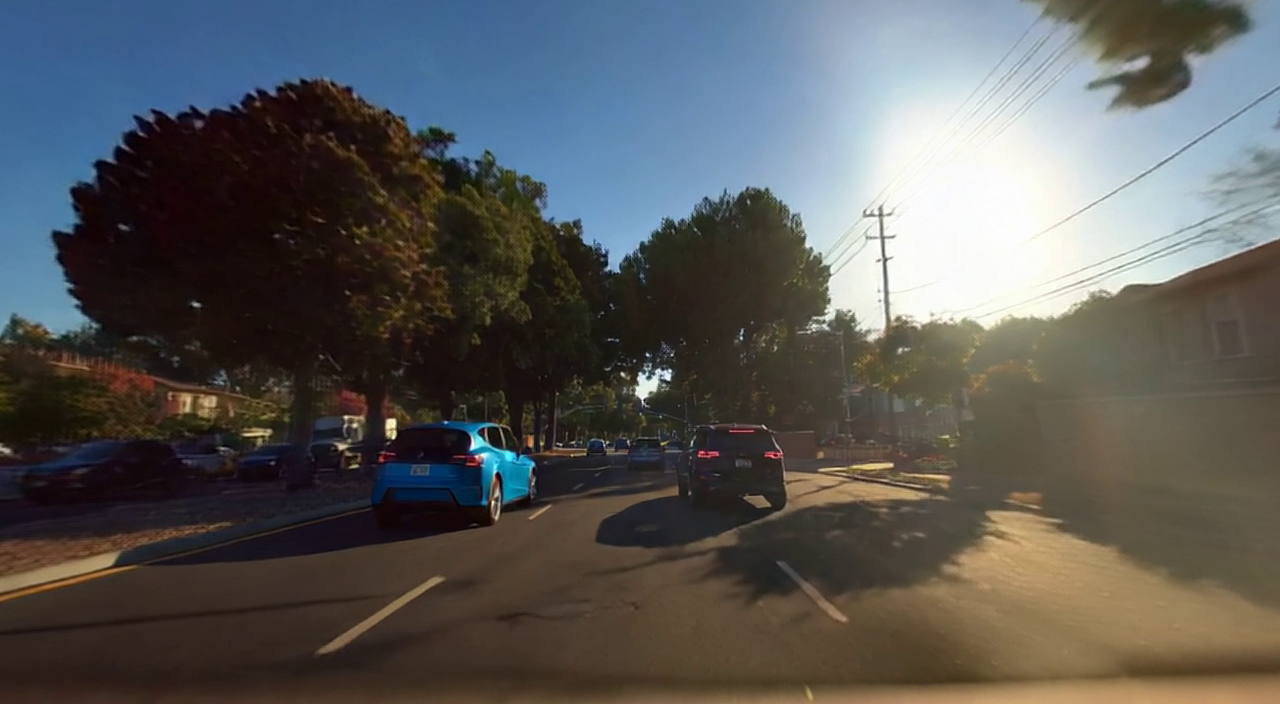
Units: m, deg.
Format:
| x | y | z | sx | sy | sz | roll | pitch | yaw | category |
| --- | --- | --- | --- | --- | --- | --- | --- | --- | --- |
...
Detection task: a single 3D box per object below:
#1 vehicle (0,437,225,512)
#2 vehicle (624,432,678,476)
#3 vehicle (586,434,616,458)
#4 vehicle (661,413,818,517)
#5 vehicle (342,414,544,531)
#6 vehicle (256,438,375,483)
| x | y | z | sx | sy | sz | roll | pitch | yaw | category |
| --- | --- | --- | --- | --- | --- | --- | --- | --- | --- |
| -12.394 | 2.786 | 14.916 | 1.833 | 1.469 | 4.650 | 0 | -8 | 2 | vehicle |
| 0.401 | 3.908 | 24.312 | 1.922 | 1.579 | 3.642 | 0 | -8 | 0 | vehicle |
| -2.979 | 7.351 | 49.233 | 2.014 | 1.755 | 4.360 | 0 | -8 | 1 | vehicle |
| 1.770 | 2.245 | 12.943 | 2.280 | 1.747 | 4.361 | 1 | -8 | -3 | vehicle |
| -3.233 | 2.101 | 11.569 | 2.043 | 1.687 | 4.676 | 0 | -8 | 2 | vehicle |
| -11.942 | 4.015 | 23.617 | 1.923 | 1.490 | 4.501 | 0 | -8 | 2 | vehicle |
